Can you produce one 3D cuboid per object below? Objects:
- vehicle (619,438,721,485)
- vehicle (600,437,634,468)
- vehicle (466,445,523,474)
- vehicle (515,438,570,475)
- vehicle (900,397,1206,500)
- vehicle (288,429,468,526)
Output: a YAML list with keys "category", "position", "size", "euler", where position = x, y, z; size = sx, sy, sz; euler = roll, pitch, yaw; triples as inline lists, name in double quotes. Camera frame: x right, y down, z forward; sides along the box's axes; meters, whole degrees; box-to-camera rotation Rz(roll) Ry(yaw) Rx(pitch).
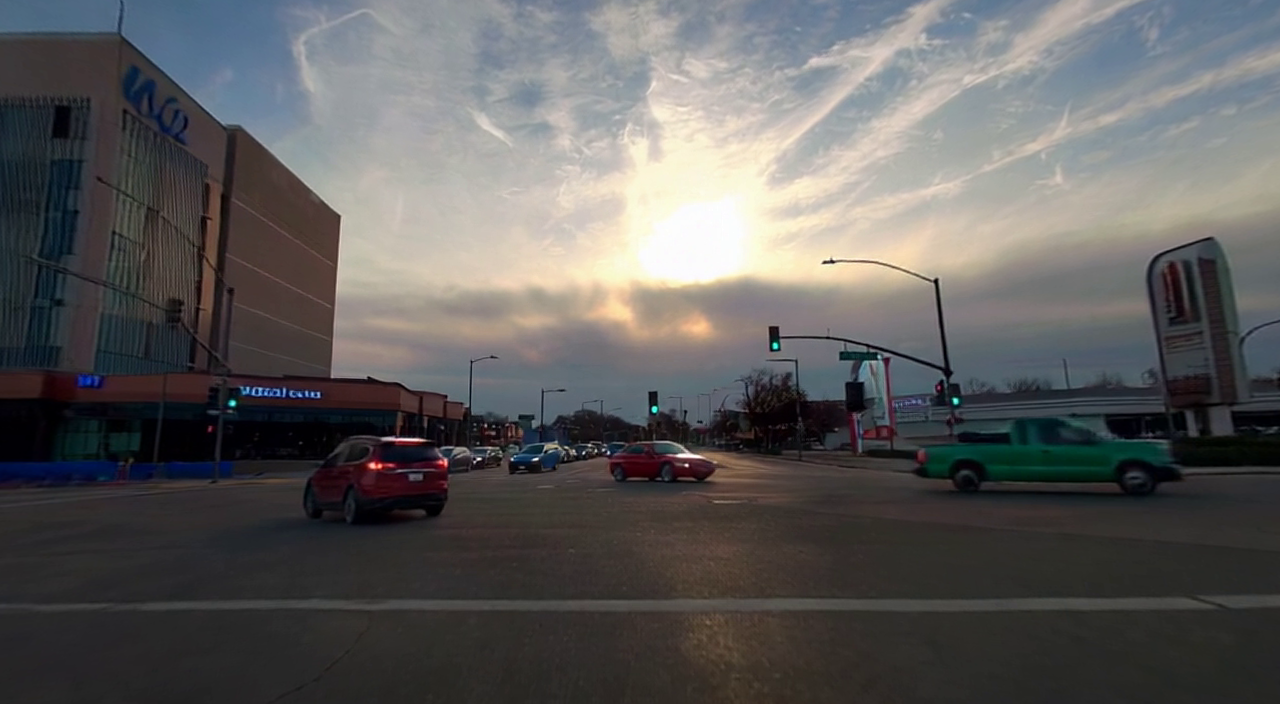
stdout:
- category: "vehicle"
  position: [1.007, 4.149, 24.337]
  size: [2.142, 1.607, 4.733]
  euler: [3, -9, -22]
- category: "vehicle"
  position: [-1.487, 6.847, 43.332]
  size: [2.160, 1.948, 4.784]
  euler: [0, -8, 0]
- category: "vehicle"
  position: [-8.265, 6.126, 36.242]
  size: [2.163, 1.529, 4.210]
  euler: [0, -8, 1]
- category: "vehicle"
  position: [-5.123, 5.556, 33.793]
  size: [2.162, 1.788, 4.603]
  euler: [0, -8, 1]
- category: "vehicle"
  position: [10.156, 2.458, 16.230]
  size: [5.960, 2.200, 2.708]
  euler: [-5, -10, 31]
- category: "vehicle"
  position: [-5.911, 2.647, 13.993]
  size: [2.238, 1.762, 4.445]
  euler: [7, -11, -41]
